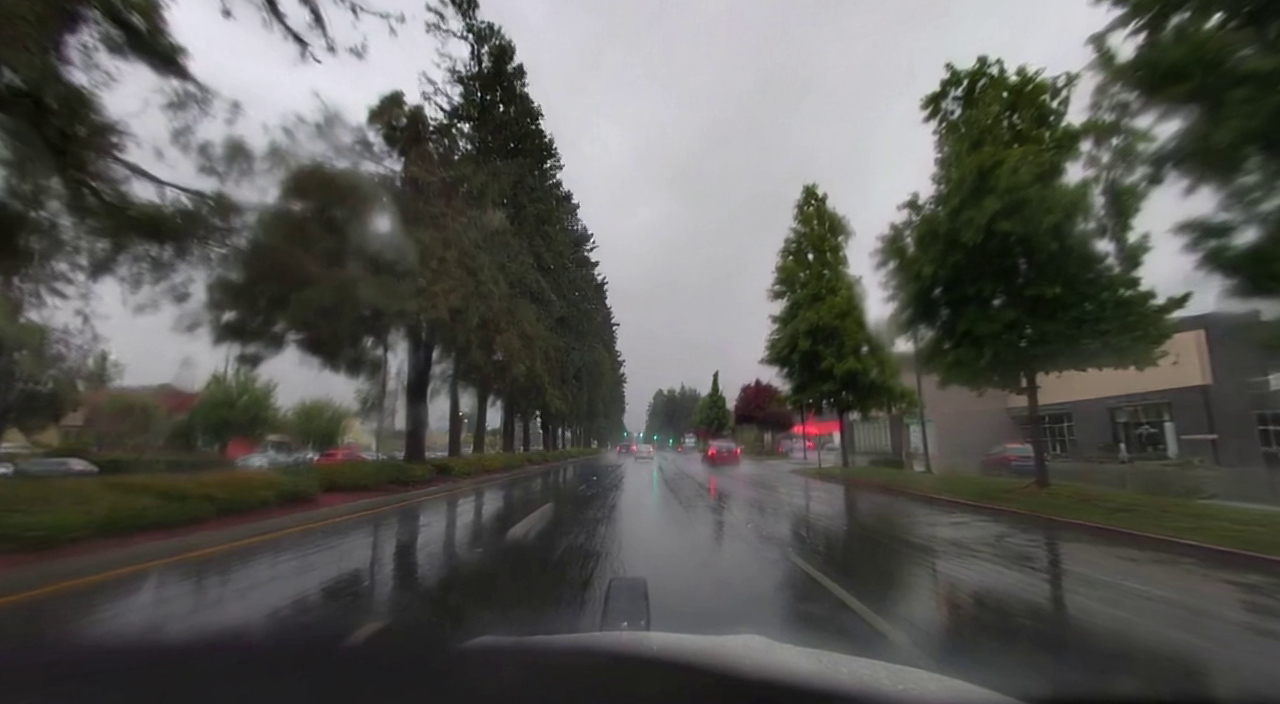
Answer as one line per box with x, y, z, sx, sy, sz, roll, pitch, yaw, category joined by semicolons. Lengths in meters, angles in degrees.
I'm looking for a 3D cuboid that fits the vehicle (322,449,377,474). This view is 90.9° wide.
-22.215;8.386;48.365;1.939;1.780;5.057;0;-9;-2;vehicle

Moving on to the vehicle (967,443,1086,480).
17.058;4.827;27.973;3.907;1.540;2.017;0;-8;3;vehicle

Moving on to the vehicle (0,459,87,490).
-38.921;7.868;40.854;1.836;1.713;4.667;0;-8;1;vehicle

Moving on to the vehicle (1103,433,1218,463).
30.083;5.536;36.519;4.933;1.653;1.851;0;-8;1;vehicle

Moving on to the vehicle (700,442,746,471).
4.513;5.742;34.907;1.916;1.459;4.335;0;-8;-1;vehicle
